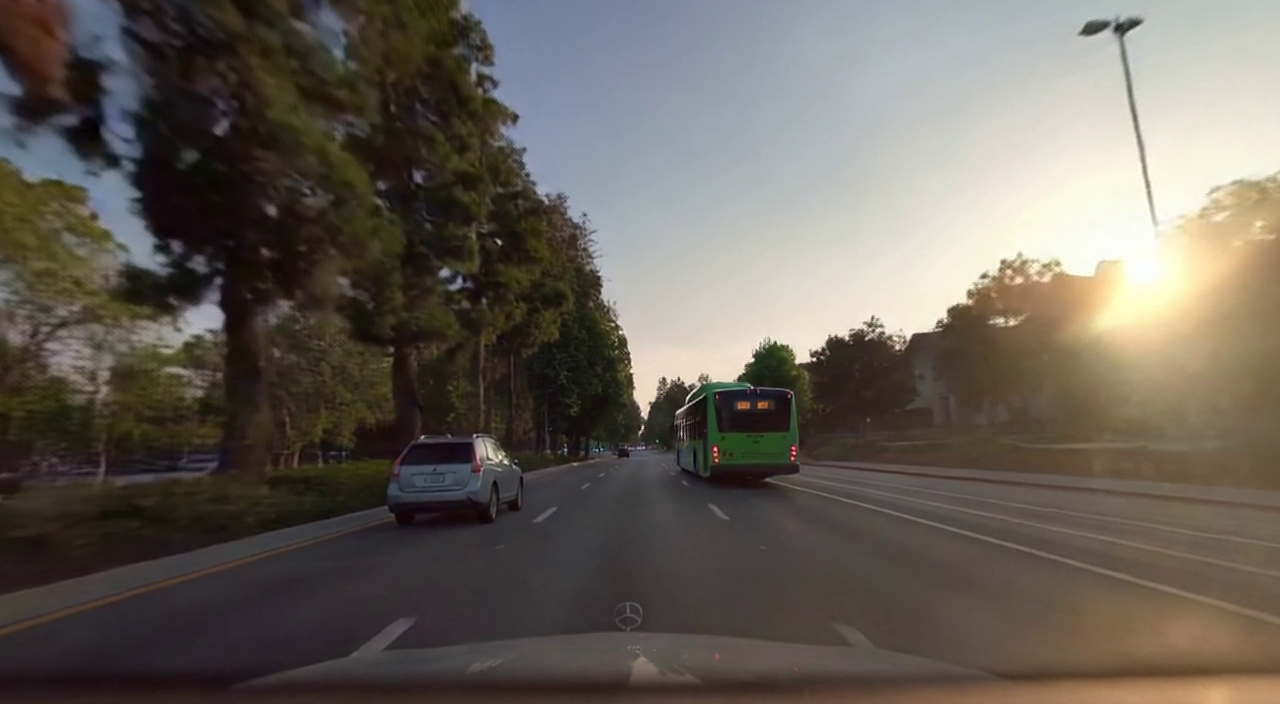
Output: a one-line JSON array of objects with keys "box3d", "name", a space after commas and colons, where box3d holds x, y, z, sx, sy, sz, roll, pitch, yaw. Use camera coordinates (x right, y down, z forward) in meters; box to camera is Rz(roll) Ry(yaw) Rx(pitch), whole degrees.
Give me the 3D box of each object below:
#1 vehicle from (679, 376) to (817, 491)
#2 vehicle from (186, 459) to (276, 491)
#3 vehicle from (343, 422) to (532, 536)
[{"box3d": [3.483, 3.257, 24.409, 3.072, 3.278, 12.747, 0, -8, 0], "name": "vehicle"}, {"box3d": [-22.041, 6.614, 34.024, 1.812, 1.476, 4.383, 0, -8, 2], "name": "vehicle"}, {"box3d": [-3.565, 2.314, 12.093, 2.111, 1.767, 4.333, 0, -8, 1], "name": "vehicle"}]
